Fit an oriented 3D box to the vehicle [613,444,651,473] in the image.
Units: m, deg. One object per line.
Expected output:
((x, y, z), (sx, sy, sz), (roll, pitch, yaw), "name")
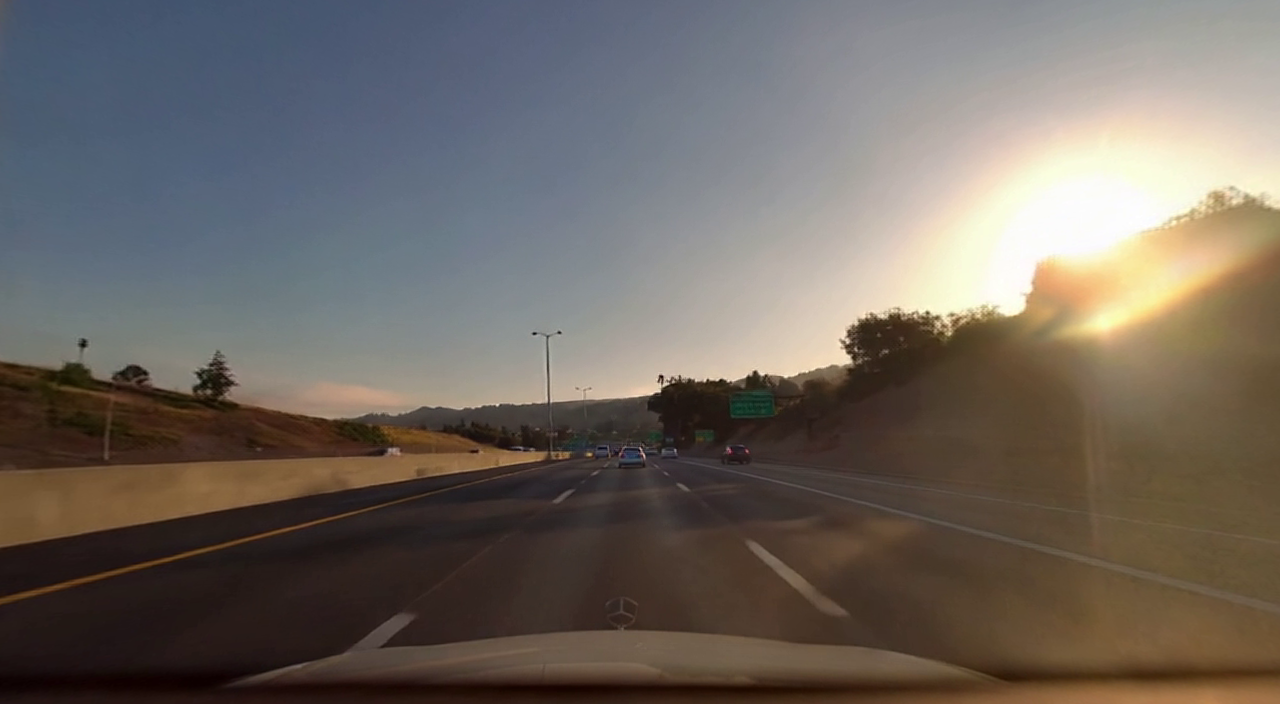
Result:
((-0.459, 5.864, 34.958), (1.985, 1.457, 4.227), (0, -9, -1), "vehicle")

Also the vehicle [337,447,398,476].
((-17.249, 6.923, 40.275), (1.924, 1.733, 4.449), (0, -9, 0), "vehicle")

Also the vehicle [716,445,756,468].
((6.627, 7.224, 43.909), (1.935, 1.478, 4.433), (0, -9, -2), "vehicle")
